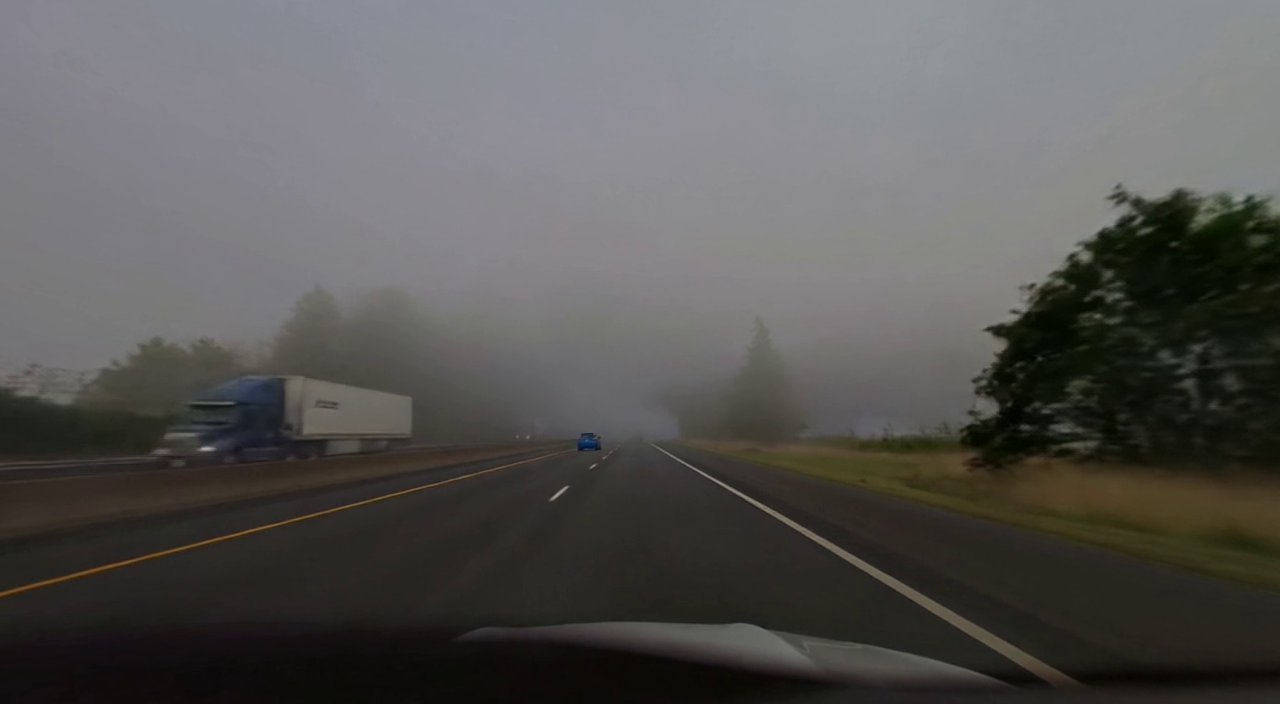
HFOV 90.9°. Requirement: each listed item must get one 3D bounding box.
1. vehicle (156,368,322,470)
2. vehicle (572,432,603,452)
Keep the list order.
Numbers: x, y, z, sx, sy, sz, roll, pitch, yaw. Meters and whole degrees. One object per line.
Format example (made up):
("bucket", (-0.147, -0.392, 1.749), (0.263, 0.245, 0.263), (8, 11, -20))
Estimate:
("vehicle", (-16.511, 2.879, 26.572), (2.985, 3.825, 5.832), (0, -8, 0))
("vehicle", (-3.898, 6.771, 47.574), (2.085, 1.479, 3.846), (0, -8, -1))
